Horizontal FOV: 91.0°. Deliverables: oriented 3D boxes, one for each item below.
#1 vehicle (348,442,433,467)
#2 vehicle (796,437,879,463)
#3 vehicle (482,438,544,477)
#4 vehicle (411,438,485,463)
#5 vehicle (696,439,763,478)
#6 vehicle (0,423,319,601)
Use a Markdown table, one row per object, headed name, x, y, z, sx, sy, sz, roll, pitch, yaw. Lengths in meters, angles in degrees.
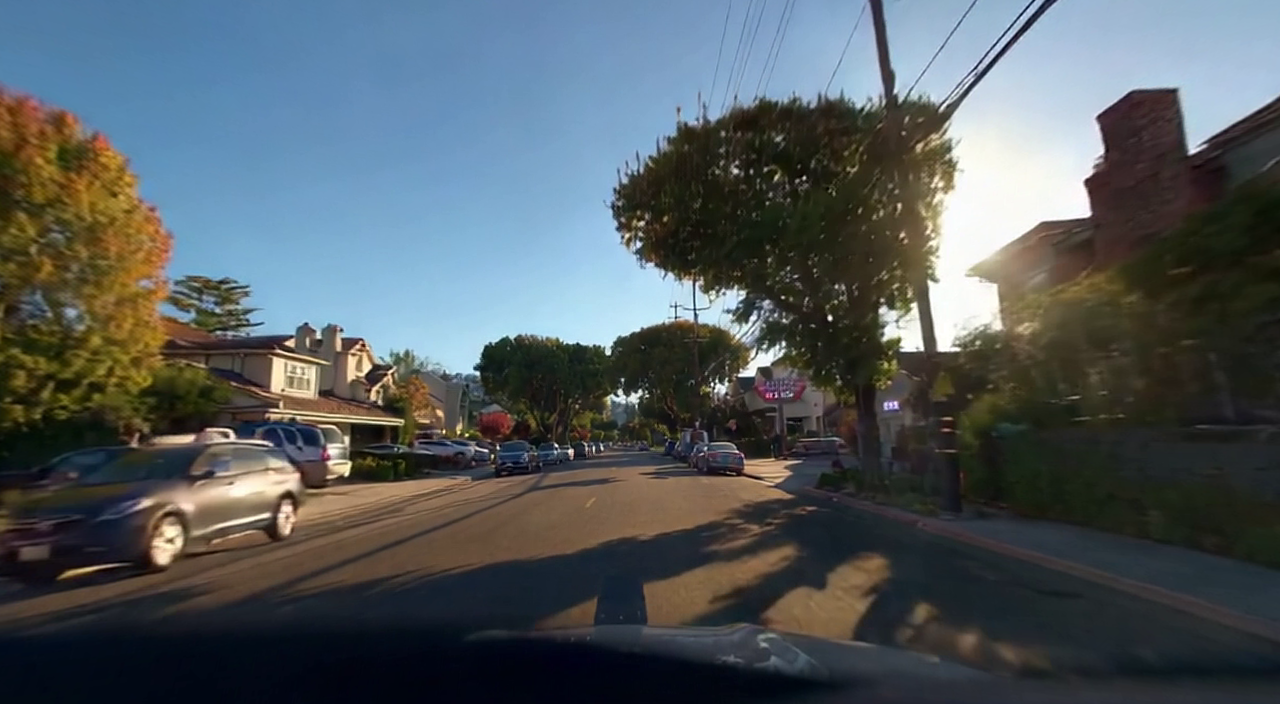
| name | x | y | z | sx | sy | sz | roll | pitch | yaw |
| --- | --- | --- | --- | --- | --- | --- | --- | --- | --- |
| vehicle | -15.342 | 6.326 | 38.837 | 4.388 | 1.466 | 2.008 | 0 | -8 | -1 |
| vehicle | 12.482 | 6.225 | 40.004 | 4.606 | 1.484 | 2.042 | 1 | -10 | 1 |
| vehicle | -6.130 | 5.113 | 30.908 | 1.989 | 1.693 | 4.292 | -1 | -8 | 2 |
| vehicle | -13.328 | 6.885 | 43.983 | 4.528 | 1.713 | 1.947 | 0 | -8 | -1 |
| vehicle | 3.718 | 4.513 | 27.059 | 2.112 | 1.528 | 4.944 | 0 | -8 | -1 |
| vehicle | -6.257 | 1.814 | 8.113 | 2.012 | 1.639 | 4.310 | -1 | -8 | -1 |
